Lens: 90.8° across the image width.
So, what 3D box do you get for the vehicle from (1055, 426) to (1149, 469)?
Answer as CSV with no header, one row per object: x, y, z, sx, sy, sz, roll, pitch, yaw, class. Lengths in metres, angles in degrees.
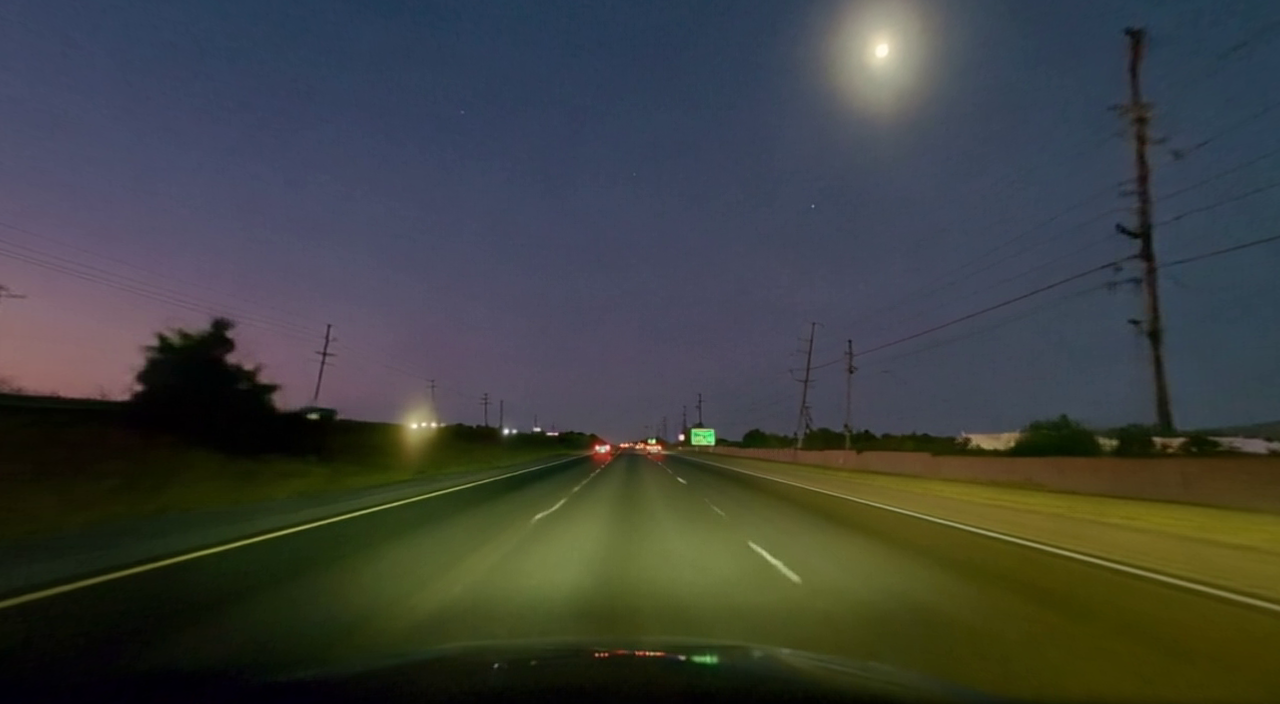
33.626,6.987,46.294,2.286,2.884,6.022,0,-8,1,vehicle
